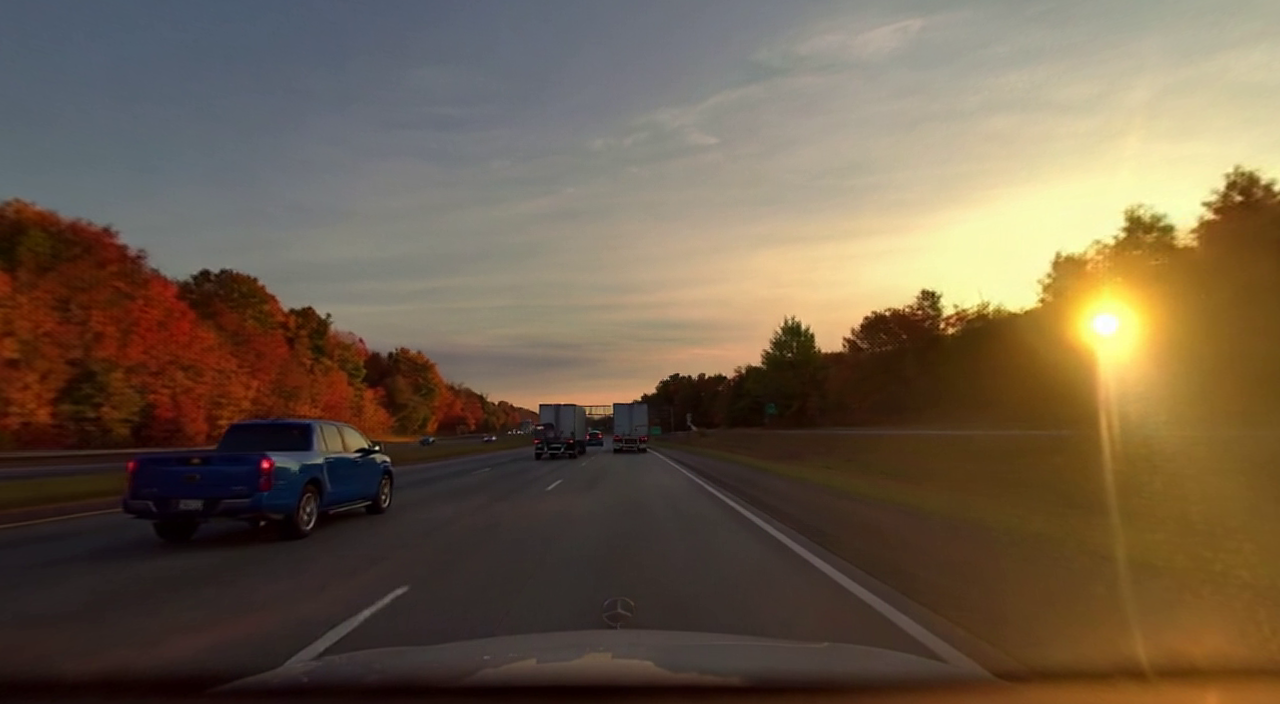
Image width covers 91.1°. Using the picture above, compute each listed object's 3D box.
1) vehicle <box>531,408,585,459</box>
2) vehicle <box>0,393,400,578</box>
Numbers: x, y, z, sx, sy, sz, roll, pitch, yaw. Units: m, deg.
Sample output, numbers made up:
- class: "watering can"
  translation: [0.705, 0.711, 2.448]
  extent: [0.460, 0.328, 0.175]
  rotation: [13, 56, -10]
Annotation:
- class: "vehicle"
  translation: [-4.650, 4.747, 36.713]
  extent: [2.383, 2.726, 5.677]
  rotation: [0, -8, 0]
- class: "vehicle"
  translation: [-4.967, 1.509, 8.003]
  extent: [2.089, 1.669, 4.515]
  rotation: [0, -8, -1]
